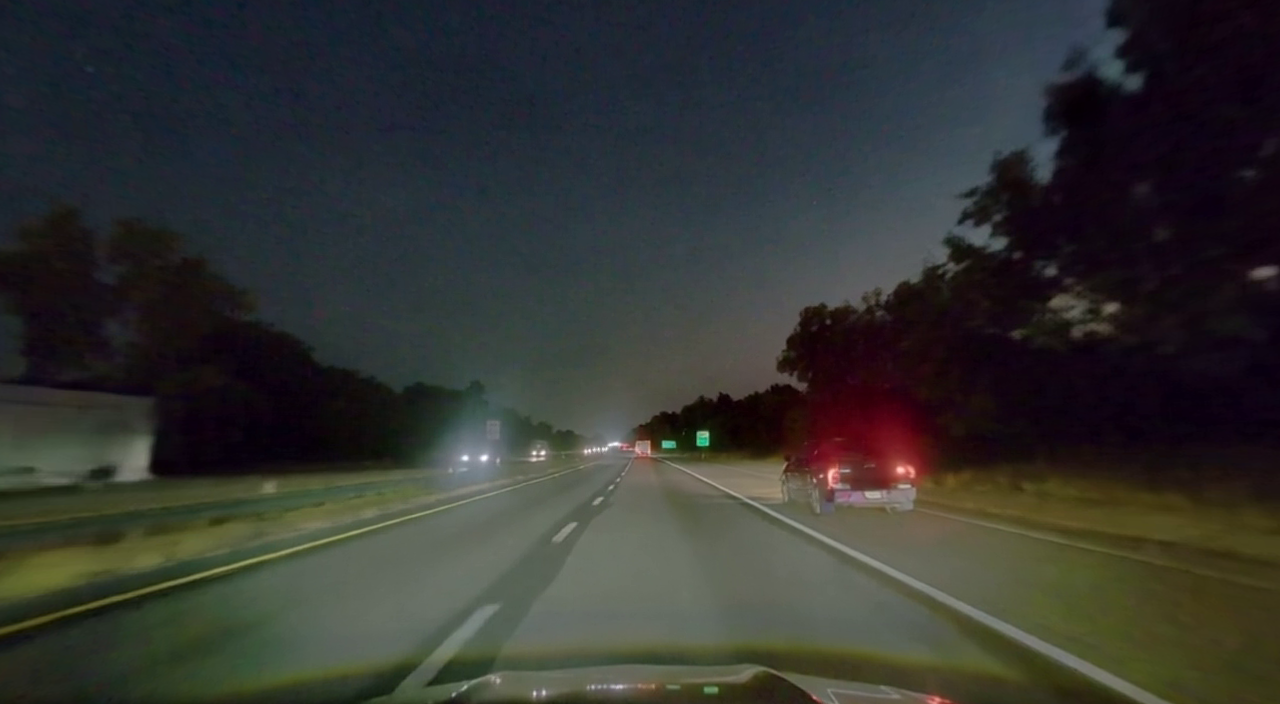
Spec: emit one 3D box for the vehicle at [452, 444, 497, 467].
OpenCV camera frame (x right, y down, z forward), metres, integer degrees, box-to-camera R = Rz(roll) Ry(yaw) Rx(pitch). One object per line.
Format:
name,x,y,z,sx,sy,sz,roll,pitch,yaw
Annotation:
vehicle,-11.391,7.138,43.627,1.907,1.454,4.302,0,-9,1
